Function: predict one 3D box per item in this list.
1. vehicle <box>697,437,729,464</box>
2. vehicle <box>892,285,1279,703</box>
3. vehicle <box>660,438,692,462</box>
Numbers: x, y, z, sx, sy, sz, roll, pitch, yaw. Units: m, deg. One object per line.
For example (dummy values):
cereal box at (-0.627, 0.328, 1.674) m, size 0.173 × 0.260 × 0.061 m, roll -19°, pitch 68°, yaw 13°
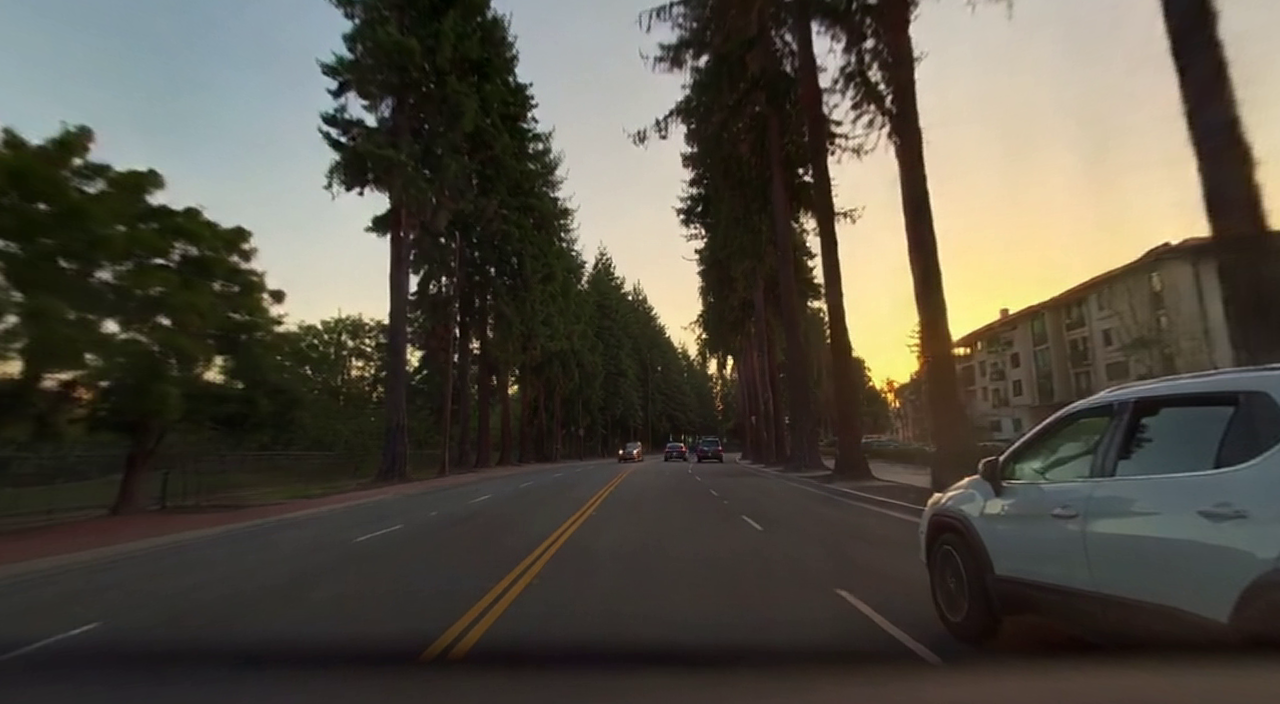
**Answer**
vehicle at (4.961, 6.765, 43.229) m, size 2.069 × 1.791 × 4.422 m, roll -1°, pitch -8°, yaw 5°
vehicle at (3.312, 0.810, 2.799) m, size 2.219 × 1.881 × 5.104 m, roll 0°, pitch -8°, yaw 0°
vehicle at (2.912, 7.774, 49.868) m, size 2.158 × 1.852 × 4.485 m, roll -2°, pitch -8°, yaw 8°
